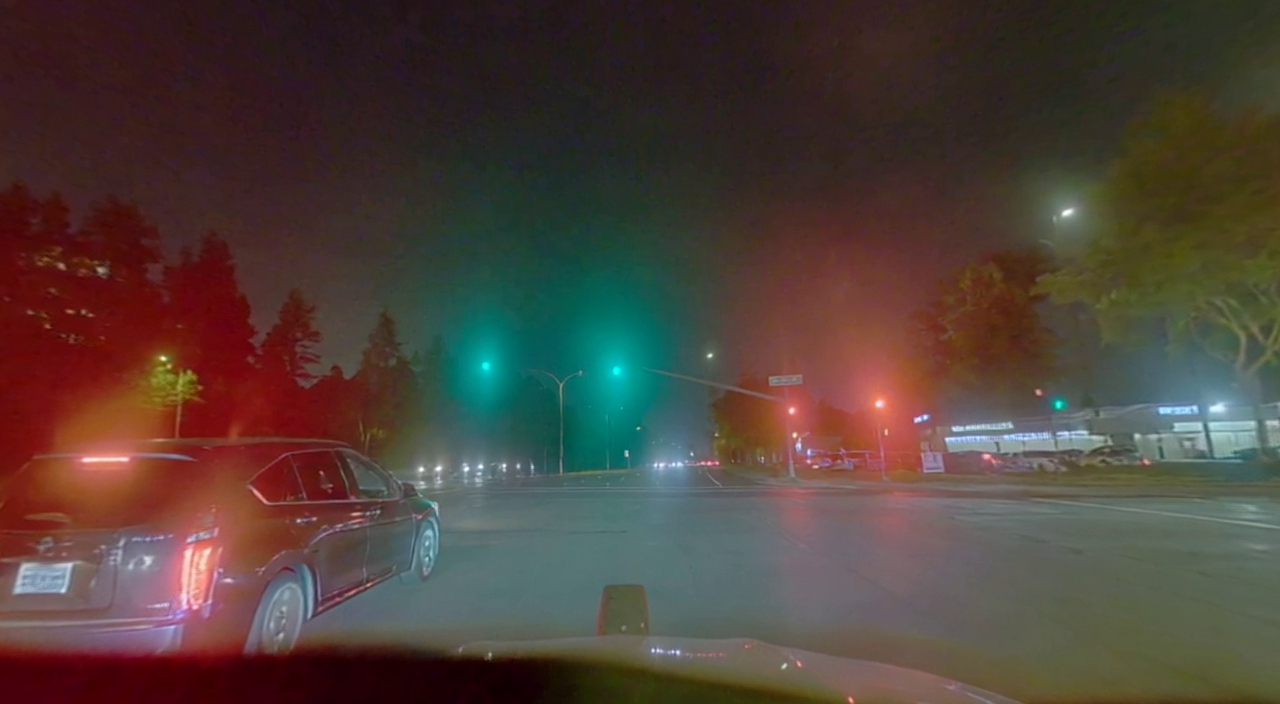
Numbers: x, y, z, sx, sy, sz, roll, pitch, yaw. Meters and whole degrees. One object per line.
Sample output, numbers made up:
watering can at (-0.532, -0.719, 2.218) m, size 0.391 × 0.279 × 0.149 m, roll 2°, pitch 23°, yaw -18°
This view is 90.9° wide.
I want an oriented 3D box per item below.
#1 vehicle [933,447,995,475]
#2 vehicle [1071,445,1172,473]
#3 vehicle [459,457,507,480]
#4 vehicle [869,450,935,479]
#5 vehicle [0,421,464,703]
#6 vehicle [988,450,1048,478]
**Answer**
vehicle at (18.203, 6.064, 35.318) m, size 1.945 × 1.434 × 4.293 m, roll -8°, pitch -12°, yaw 42°
vehicle at (28.160, 6.238, 36.900) m, size 4.678 × 1.558 × 1.883 m, roll 1°, pitch -9°, yaw -10°
vehicle at (-10.910, 8.125, 44.089) m, size 2.001 × 1.458 × 4.278 m, roll -1°, pitch -9°, yaw 4°
vehicle at (15.792, 6.704, 37.806) m, size 2.060 × 1.445 × 4.712 m, roll -10°, pitch -11°, yaw 41°
vehicle at (-3.011, 1.374, 4.834) m, size 1.924 × 1.482 × 4.734 m, roll 0°, pitch -9°, yaw 0°
vehicle at (20.280, 5.939, 33.727) m, size 1.930 × 1.410 × 4.313 m, roll -8°, pitch -11°, yaw 40°
